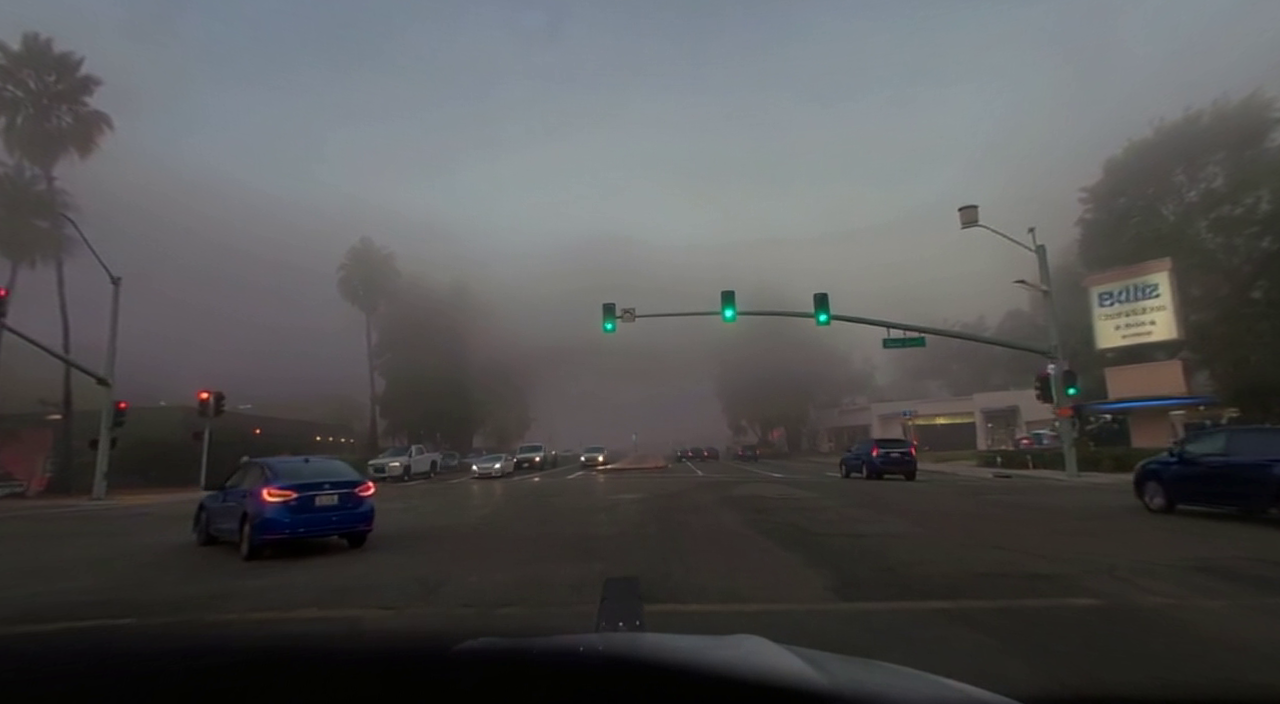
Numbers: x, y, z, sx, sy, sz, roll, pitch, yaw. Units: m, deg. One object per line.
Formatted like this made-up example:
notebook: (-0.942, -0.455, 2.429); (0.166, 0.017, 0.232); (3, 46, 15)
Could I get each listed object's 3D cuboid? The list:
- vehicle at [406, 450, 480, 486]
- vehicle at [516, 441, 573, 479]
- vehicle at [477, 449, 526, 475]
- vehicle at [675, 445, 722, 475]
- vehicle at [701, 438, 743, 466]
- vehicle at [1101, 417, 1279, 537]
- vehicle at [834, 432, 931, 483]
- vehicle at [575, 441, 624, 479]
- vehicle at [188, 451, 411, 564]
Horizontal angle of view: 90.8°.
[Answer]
vehicle: (-9.052, 5.327, 29.414); (2.041, 1.498, 4.348); (0, -9, 0)
vehicle: (-4.687, 5.349, 31.497); (2.187, 1.740, 4.022); (0, -8, 0)
vehicle: (-8.526, 6.830, 39.349); (1.973, 1.474, 4.495); (0, -8, 1)
vehicle: (3.047, 5.707, 33.720); (1.977, 1.449, 4.254); (0, -8, -2)
vehicle: (6.042, 7.429, 47.057); (2.313, 1.935, 4.969); (0, -9, -2)
vehicle: (10.705, 2.060, 10.729); (2.199, 1.773, 4.568); (0, -9, -1)
vehicle: (9.804, 4.298, 26.034); (2.059, 1.859, 4.690); (0, -9, -1)
vehicle: (-1.942, 5.324, 31.498); (2.041, 1.473, 4.221); (-1, -5, 2)
vehicle: (-5.923, 2.444, 10.780); (4.206, 1.471, 2.089); (-8, -12, 44)
